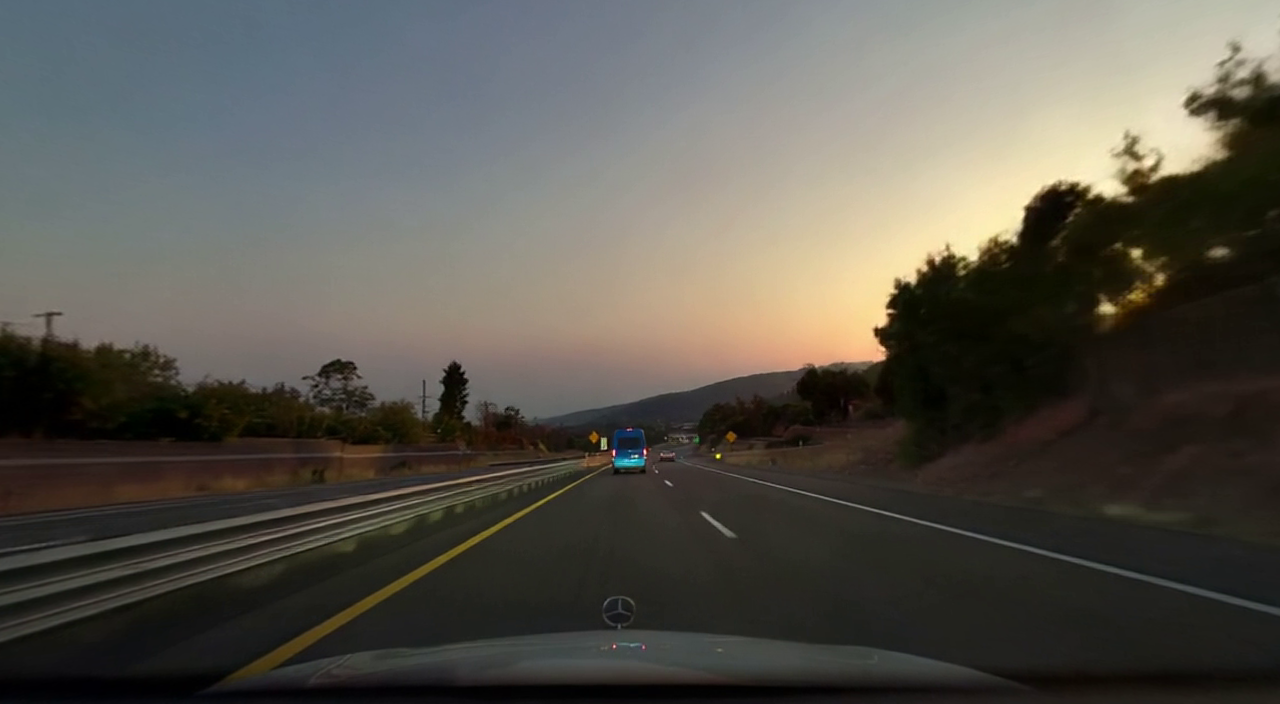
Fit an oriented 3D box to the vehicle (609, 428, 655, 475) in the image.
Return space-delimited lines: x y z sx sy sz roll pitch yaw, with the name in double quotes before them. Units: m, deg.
"vehicle" -0.496 5.968 37.739 2.560 2.598 5.581 0 -9 -1
